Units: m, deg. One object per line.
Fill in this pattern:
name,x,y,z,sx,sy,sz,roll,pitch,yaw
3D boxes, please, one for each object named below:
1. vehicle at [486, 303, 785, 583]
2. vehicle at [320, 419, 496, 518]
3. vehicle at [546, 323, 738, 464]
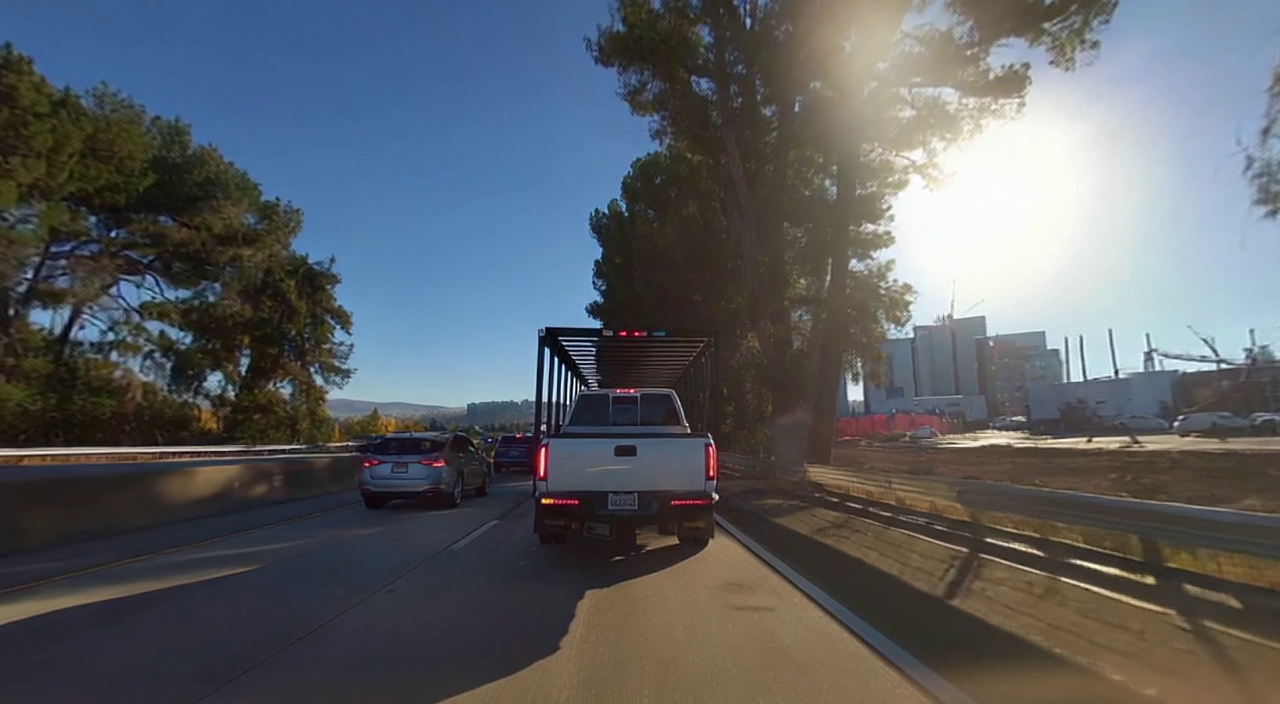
vehicle,-0.227,1.590,11.119,2.735,2.597,10.435,0,-9,-2
vehicle,-4.485,2.335,13.119,2.057,1.665,4.572,0,-9,-2
vehicle,-0.087,0.812,9.514,2.156,1.604,4.680,0,-9,-3
